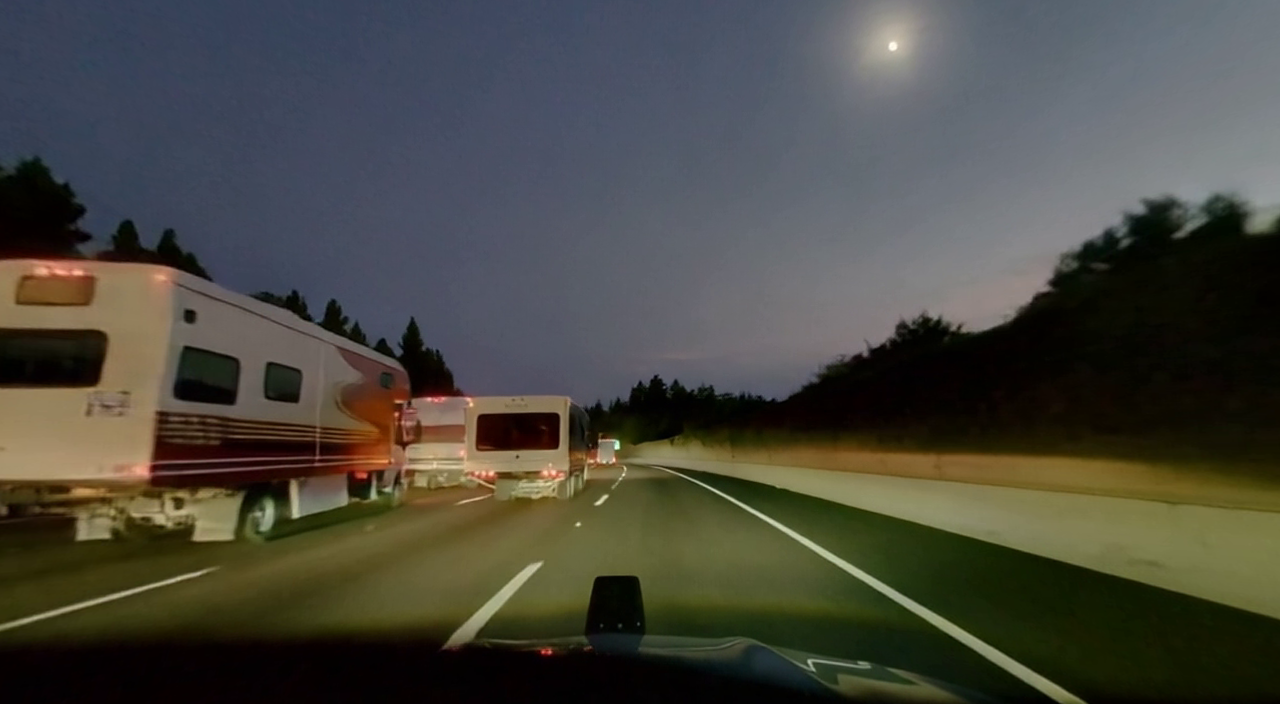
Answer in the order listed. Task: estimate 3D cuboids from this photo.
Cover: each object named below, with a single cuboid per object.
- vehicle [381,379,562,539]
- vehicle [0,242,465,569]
[{"bbox_3d":[-2.974,2.025,12.206,2.331,2.583,3.743,-1,-9,2],"label":"vehicle"},{"bbox_3d":[-7.631,1.687,14.885,2.929,4.010,14.446,0,-9,0],"label":"vehicle"}]
